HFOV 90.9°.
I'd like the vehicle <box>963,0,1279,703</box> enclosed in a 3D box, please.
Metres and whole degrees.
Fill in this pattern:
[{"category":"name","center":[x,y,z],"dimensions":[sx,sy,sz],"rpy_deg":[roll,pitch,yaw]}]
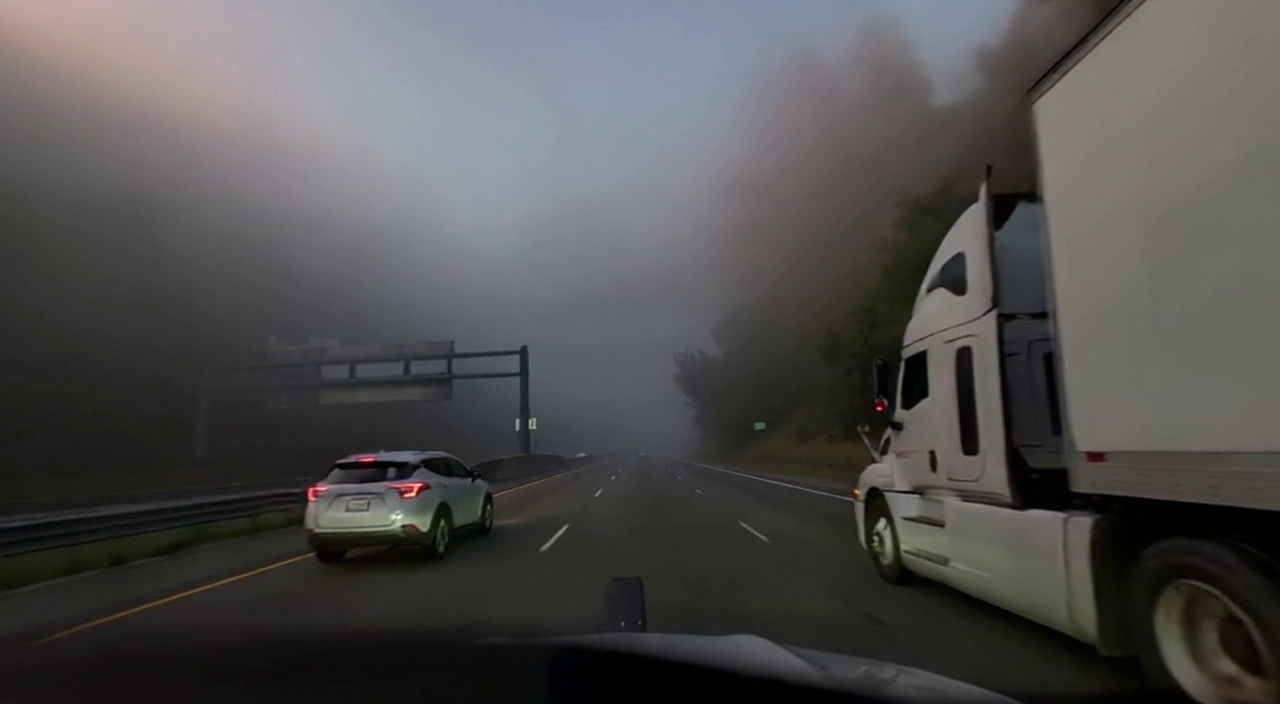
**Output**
[{"category":"vehicle","center":[3.671,-0.401,0.892],"dimensions":[3.010,3.907,5.999],"rpy_deg":[0,-9,-1]}]

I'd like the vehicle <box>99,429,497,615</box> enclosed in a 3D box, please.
[{"category":"vehicle","center":[-3.290,1.743,7.476],"dimensions":[2.054,1.475,4.708],"rpy_deg":[0,-9,0]}]
